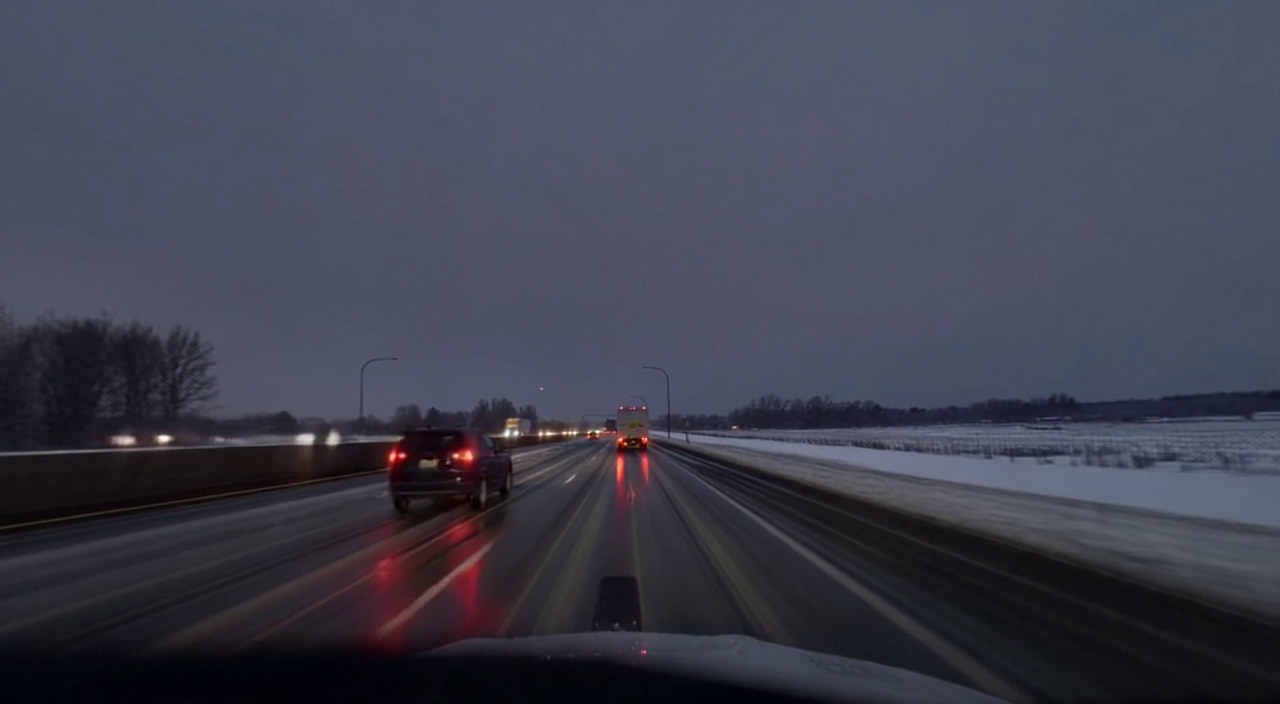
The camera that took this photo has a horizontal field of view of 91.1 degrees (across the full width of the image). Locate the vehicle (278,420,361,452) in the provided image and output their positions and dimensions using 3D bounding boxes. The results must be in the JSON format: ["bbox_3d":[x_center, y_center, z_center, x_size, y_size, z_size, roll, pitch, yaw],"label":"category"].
[{"bbox_3d":[-15.758,4.168,31.209,1.909,1.492,4.200,0,-8,0],"label":"vehicle"}]

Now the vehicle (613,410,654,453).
[{"bbox_3d":[-0.566,5.539,43.513,2.418,2.704,6.445,1,-8,-4],"label":"vehicle"}]

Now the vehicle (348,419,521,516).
[{"bbox_3d":[-3.618,2.087,11.942,1.955,1.508,3.996,0,-8,0],"label":"vehicle"}]

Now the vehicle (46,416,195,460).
[{"bbox_3d":[-19.675,3.299,24.124,1.996,1.512,4.393,0,-8,-1],"label":"vehicle"}]
